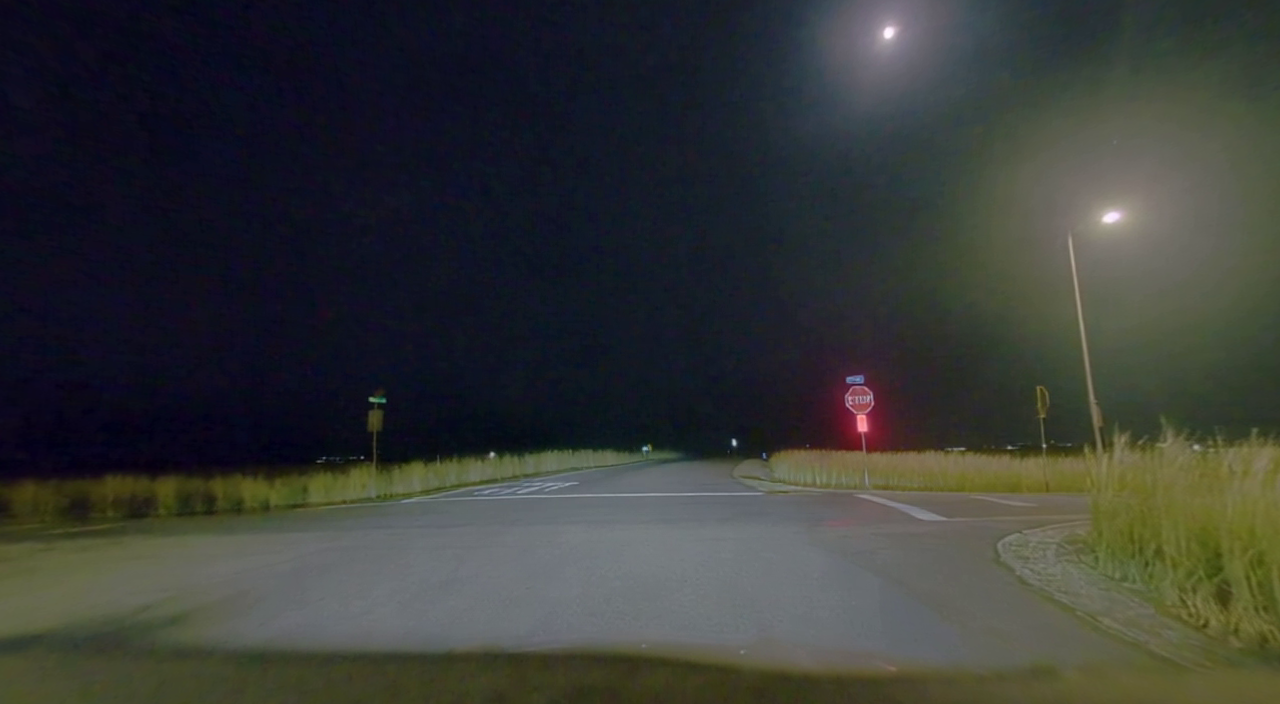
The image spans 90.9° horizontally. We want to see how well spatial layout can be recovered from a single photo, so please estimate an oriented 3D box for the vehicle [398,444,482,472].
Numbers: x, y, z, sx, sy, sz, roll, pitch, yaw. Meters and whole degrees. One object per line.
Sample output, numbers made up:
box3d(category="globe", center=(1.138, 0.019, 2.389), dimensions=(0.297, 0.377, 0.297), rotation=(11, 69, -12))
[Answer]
box3d(category="vehicle", center=(-12.669, 6.726, 40.070), dimensions=(4.590, 1.735, 1.973), rotation=(-1, -8, 3))
